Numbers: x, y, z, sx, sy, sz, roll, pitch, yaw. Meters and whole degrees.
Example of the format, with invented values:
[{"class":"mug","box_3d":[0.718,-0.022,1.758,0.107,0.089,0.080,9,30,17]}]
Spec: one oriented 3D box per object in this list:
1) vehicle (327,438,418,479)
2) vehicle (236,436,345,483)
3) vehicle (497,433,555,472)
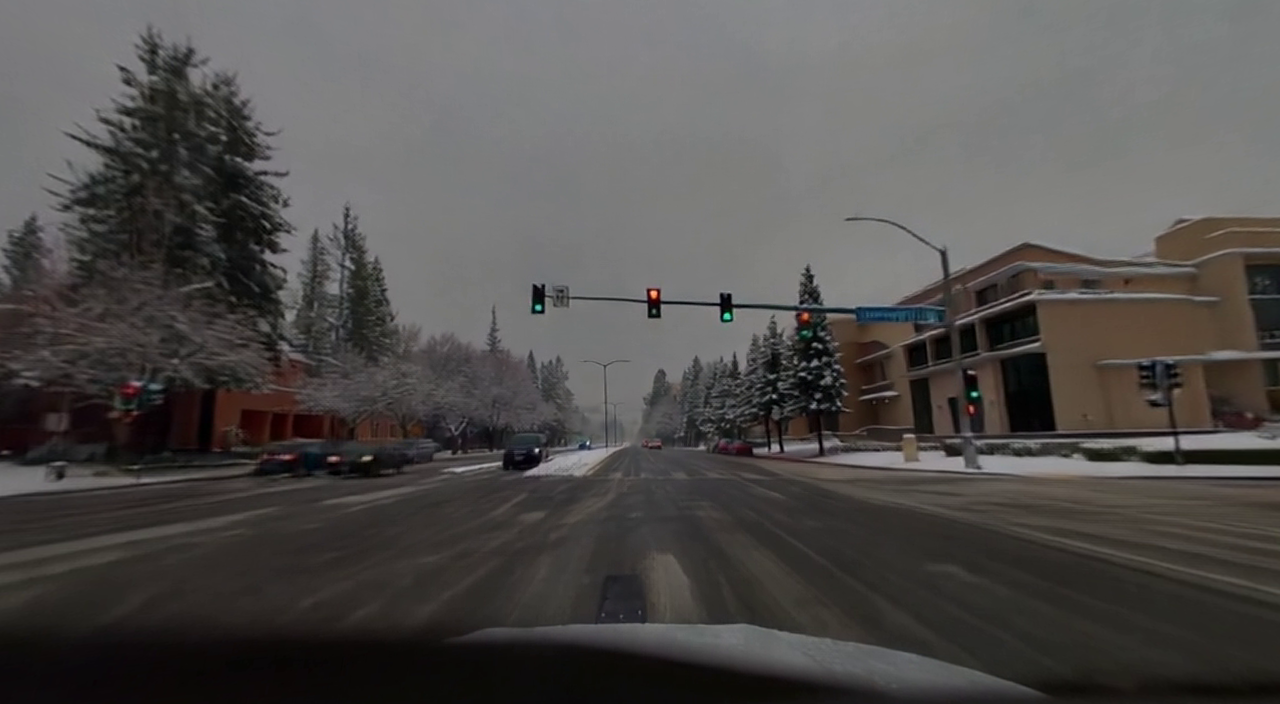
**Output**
[{"class":"vehicle","box_3d":[-11.861,4.739,28.406,2.041,1.654,4.605,0,-8,0]},{"class":"vehicle","box_3d":[-15.723,4.829,28.824,2.164,1.920,4.896,0,-8,0]},{"class":"vehicle","box_3d":[-5.520,4.928,31.099,2.098,1.789,4.338,0,-9,-1]}]
